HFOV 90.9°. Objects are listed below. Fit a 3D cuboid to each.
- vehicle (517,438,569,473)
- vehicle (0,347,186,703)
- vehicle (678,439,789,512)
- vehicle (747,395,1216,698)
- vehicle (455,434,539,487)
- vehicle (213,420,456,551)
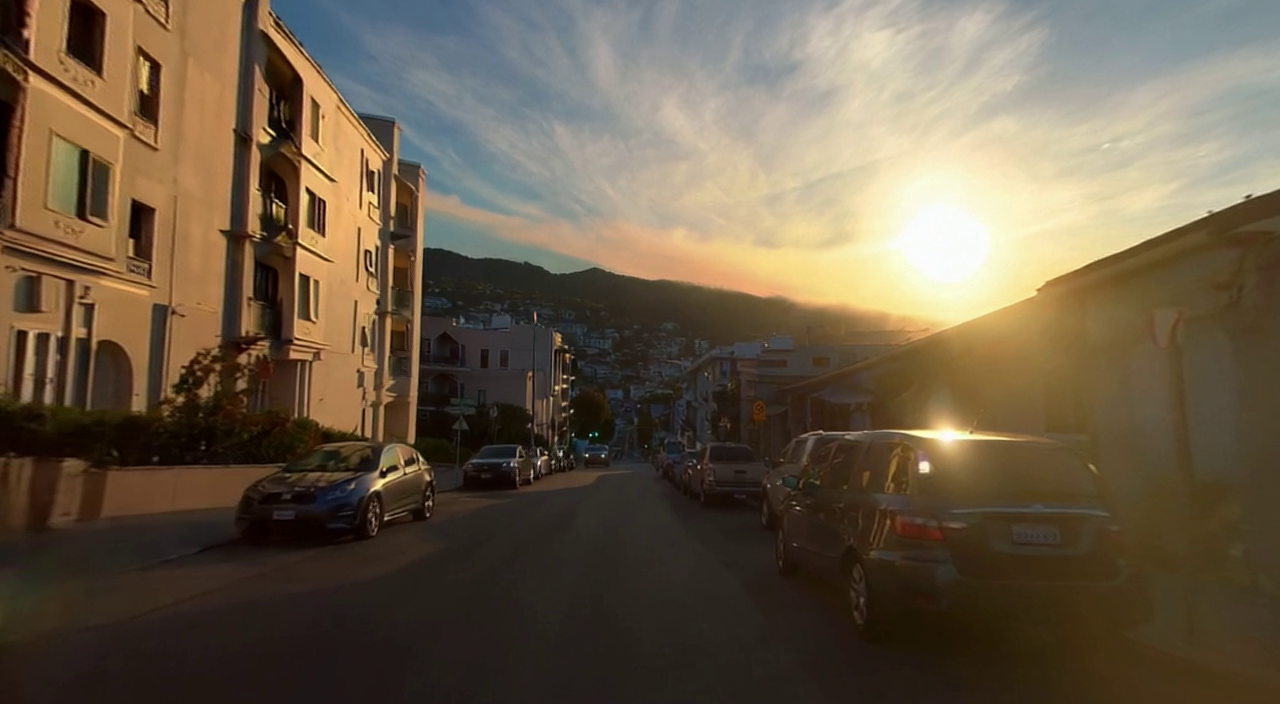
[{"bbox_3d":[-4.789,5.214,31.754,1.872,1.484,3.978,5,-9,1],"label":"vehicle"},{"bbox_3d":[-2.588,0.609,0.482,1.845,1.544,3.388,0,-8,2],"label":"vehicle"},{"bbox_3d":[2.008,2.779,14.807,1.786,1.447,4.314,0,-8,-2],"label":"vehicle"},{"bbox_3d":[2.253,1.354,5.555,1.839,1.678,3.918,0,-8,-1],"label":"vehicle"},{"bbox_3d":[-4.847,3.750,21.916,1.942,1.521,3.761,5,-9,0],"label":"vehicle"},{"bbox_3d":[-4.537,2.068,10.280,1.883,1.499,4.426,6,-10,-3],"label":"vehicle"}]
